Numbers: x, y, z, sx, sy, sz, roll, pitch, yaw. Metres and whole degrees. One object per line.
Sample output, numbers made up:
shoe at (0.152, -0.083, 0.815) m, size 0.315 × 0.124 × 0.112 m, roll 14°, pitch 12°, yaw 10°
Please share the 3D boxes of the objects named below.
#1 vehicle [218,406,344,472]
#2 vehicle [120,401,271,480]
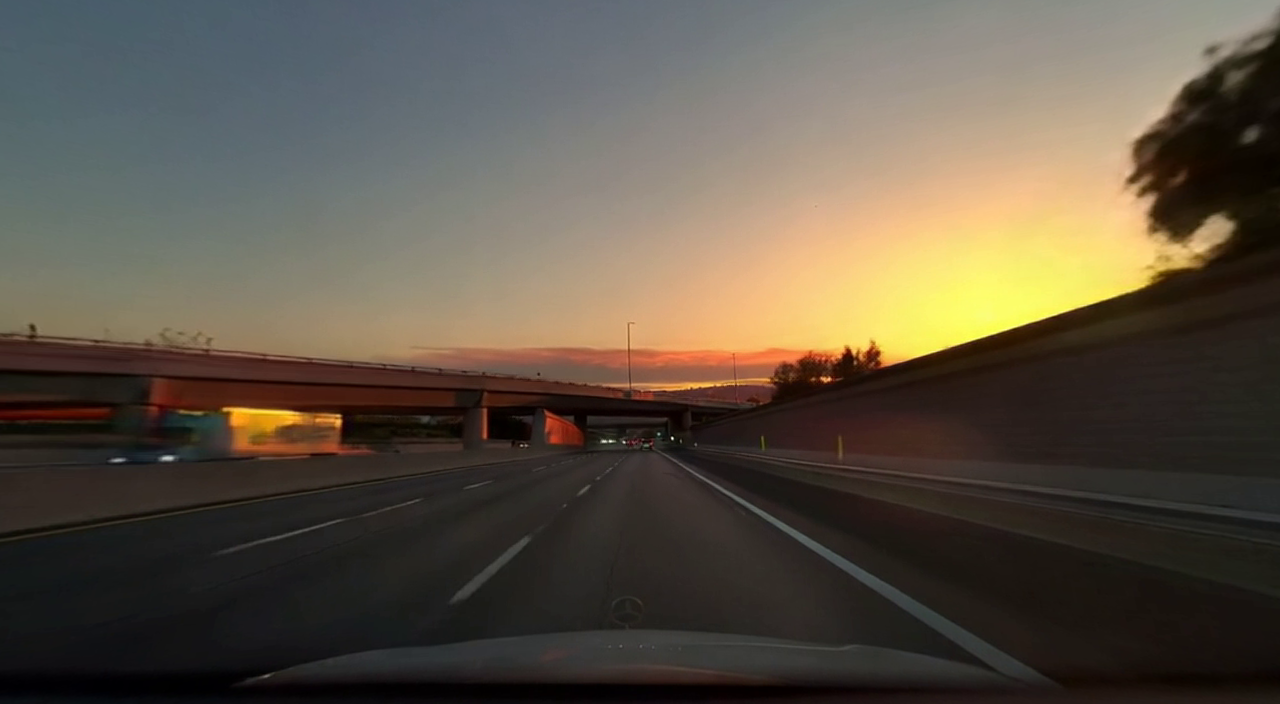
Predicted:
vehicle at (-22.504, 5.546, 40.194) m, size 2.892 × 3.760 × 8.321 m, roll 0°, pitch -8°, yaw 2°
vehicle at (-22.589, 4.565, 32.480) m, size 3.022 × 3.619 × 6.249 m, roll 0°, pitch -8°, yaw 1°
